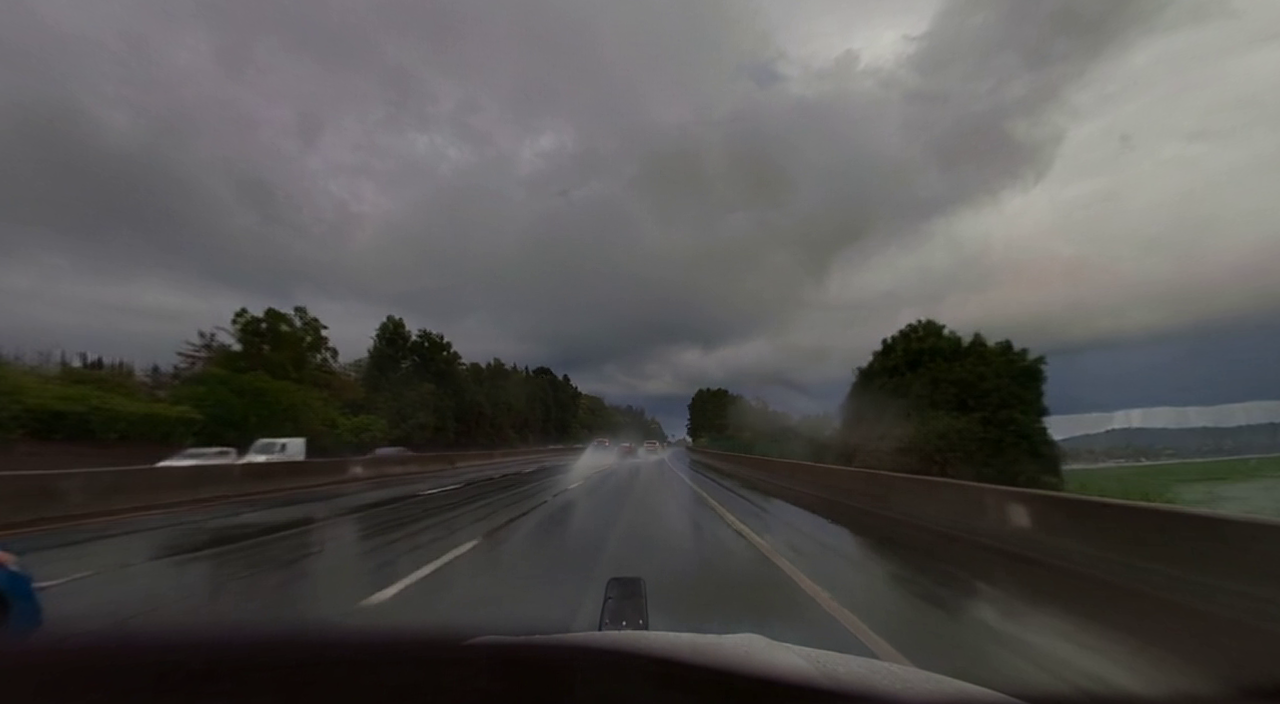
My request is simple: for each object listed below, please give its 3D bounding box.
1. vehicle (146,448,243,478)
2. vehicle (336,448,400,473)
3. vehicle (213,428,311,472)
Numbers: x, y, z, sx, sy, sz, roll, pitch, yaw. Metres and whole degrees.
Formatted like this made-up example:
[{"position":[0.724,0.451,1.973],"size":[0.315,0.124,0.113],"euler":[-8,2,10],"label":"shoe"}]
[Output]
[{"position":[-23.345,5.795,33.241],"size":[1.797,1.453,4.452],"euler":[0,-8,1],"label":"vehicle"},{"position":[-16.343,6.512,38.016],"size":[1.820,1.389,4.298],"euler":[0,-8,2],"label":"vehicle"},{"position":[-23.236,6.057,39.049],"size":[2.406,2.510,5.519],"euler":[-1,-8,3],"label":"vehicle"}]
